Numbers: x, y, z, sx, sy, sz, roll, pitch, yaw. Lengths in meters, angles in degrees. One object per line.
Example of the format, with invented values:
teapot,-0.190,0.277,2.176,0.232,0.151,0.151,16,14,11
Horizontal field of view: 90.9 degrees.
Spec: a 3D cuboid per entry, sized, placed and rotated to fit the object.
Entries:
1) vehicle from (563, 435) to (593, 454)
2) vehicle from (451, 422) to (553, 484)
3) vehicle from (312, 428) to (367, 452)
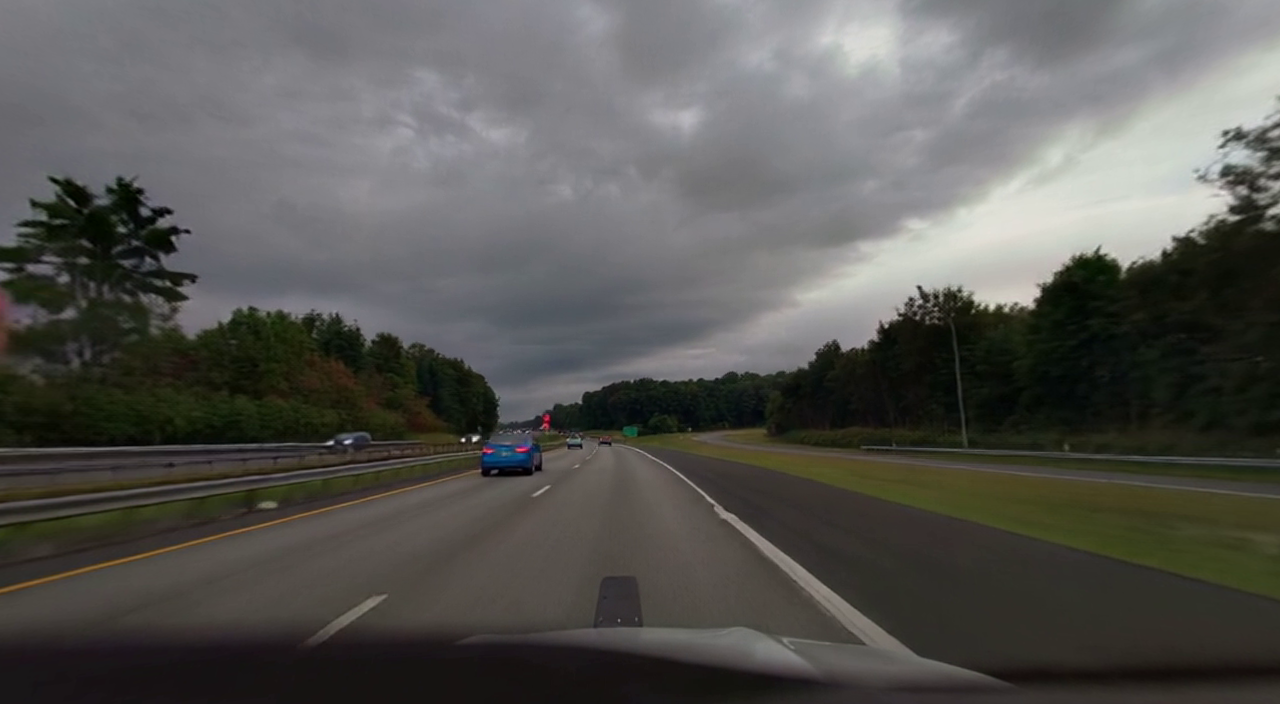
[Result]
vehicle,-4.460,6.698,45.783,1.874,1.369,3.875,0,-8,-1
vehicle,-3.944,2.961,18.848,2.047,1.612,4.631,0,-8,-1
vehicle,-20.565,6.036,43.385,1.885,1.527,4.124,0,-8,-2
